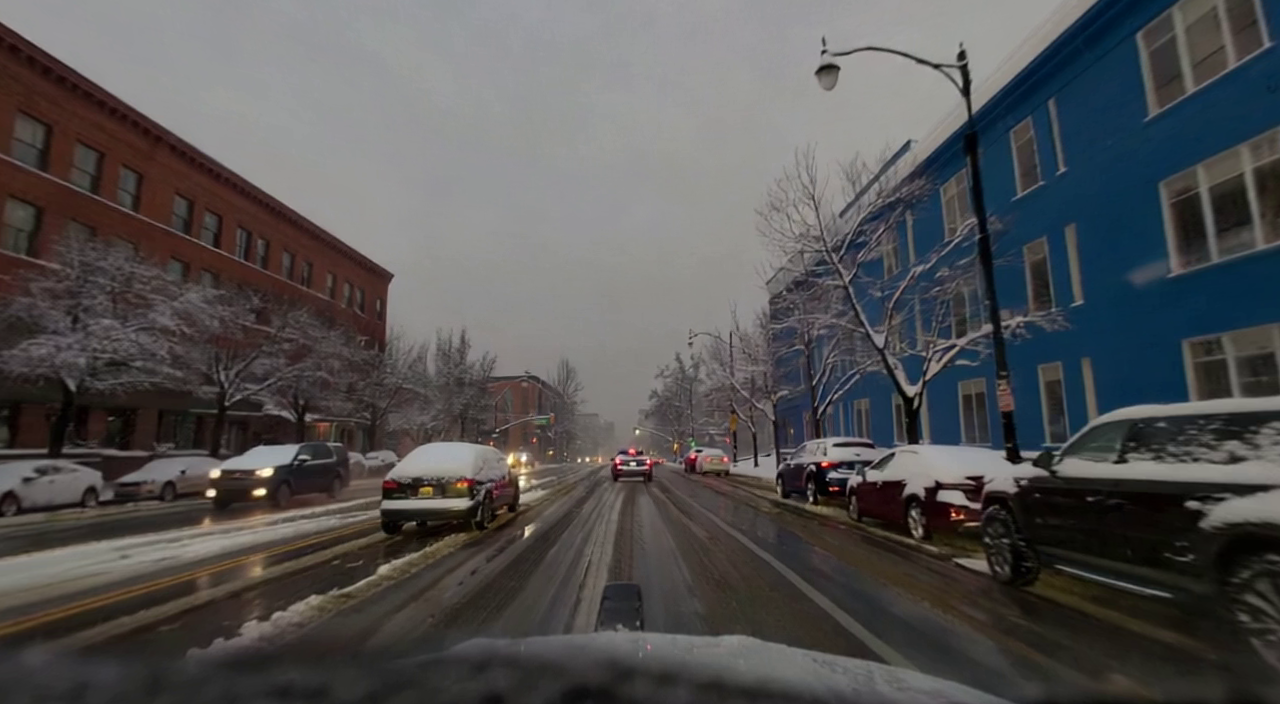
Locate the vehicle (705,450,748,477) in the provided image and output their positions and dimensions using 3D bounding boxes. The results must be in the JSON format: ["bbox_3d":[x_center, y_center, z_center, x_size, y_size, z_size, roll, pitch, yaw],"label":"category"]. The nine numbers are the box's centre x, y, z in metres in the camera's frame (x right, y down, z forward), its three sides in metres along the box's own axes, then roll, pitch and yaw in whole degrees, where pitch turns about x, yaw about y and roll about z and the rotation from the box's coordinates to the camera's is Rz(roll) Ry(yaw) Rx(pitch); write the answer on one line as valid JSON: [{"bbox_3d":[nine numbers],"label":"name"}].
[{"bbox_3d":[5.000,6.468,36.745,1.832,1.491,4.054,1,-9,-1],"label":"vehicle"}]

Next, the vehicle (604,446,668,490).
[{"bbox_3d":[-0.181,4.376,24.081,2.230,1.518,4.113,1,-9,-1],"label":"vehicle"}]

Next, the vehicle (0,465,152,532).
[{"bbox_3d":[-17.765,4.252,18.776,2.181,1.579,5.185,0,-9,2],"label":"vehicle"}]

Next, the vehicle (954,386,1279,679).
[{"bbox_3d":[4.801,1.245,4.775,2.001,1.742,4.996,1,-9,-3],"label":"vehicle"}]

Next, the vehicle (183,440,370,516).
[{"bbox_3d":[-9.541,3.316,17.142,2.186,1.745,4.693,0,-9,1],"label":"vehicle"}]

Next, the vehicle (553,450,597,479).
[{"bbox_3d":[-3.698,6.470,36.584,1.972,1.560,4.066,0,-9,2],"label":"vehicle"}]

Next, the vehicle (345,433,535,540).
[{"bbox_3d":[-3.361,2.359,11.735,1.934,1.548,4.635,0,-9,1],"label":"vehicle"}]
